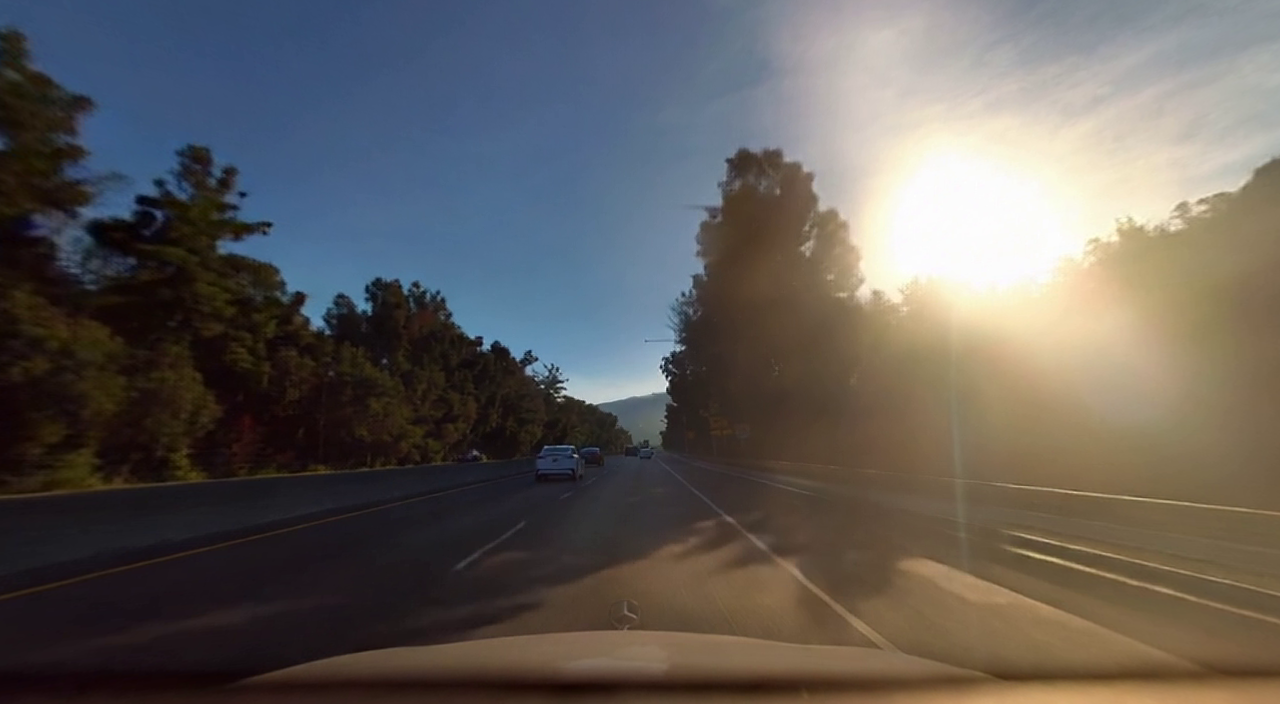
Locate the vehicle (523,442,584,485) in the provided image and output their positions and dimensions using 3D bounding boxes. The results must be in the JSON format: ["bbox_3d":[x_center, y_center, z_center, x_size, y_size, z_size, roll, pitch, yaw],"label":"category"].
[{"bbox_3d":[-3.378,4.447,25.410,1.846,1.600,4.108,0,-9,1],"label":"vehicle"}]
